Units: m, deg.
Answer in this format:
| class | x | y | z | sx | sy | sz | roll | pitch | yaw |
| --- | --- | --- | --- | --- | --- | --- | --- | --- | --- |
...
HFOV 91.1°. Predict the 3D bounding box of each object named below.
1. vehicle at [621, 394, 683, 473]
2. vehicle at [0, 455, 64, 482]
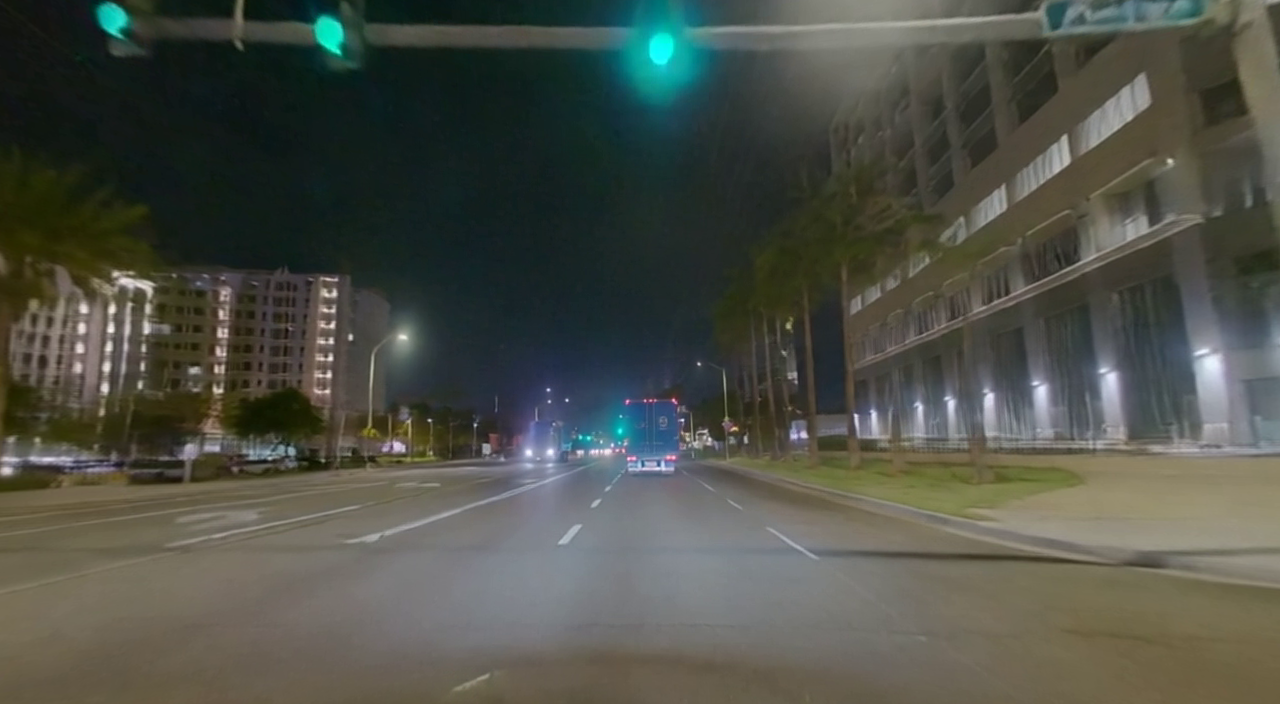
| class | x | y | z | sx | sy | sz | roll | pitch | yaw |
| --- | --- | --- | --- | --- | --- | --- | --- | --- | --- |
| vehicle | 0.446 | 4.998 | 37.680 | 2.992 | 3.949 | 11.815 | 1 | -8 | -2 |
| vehicle | -36.167 | 6.736 | 36.371 | 3.743 | 1.448 | 1.780 | 0 | -8 | 1 |
